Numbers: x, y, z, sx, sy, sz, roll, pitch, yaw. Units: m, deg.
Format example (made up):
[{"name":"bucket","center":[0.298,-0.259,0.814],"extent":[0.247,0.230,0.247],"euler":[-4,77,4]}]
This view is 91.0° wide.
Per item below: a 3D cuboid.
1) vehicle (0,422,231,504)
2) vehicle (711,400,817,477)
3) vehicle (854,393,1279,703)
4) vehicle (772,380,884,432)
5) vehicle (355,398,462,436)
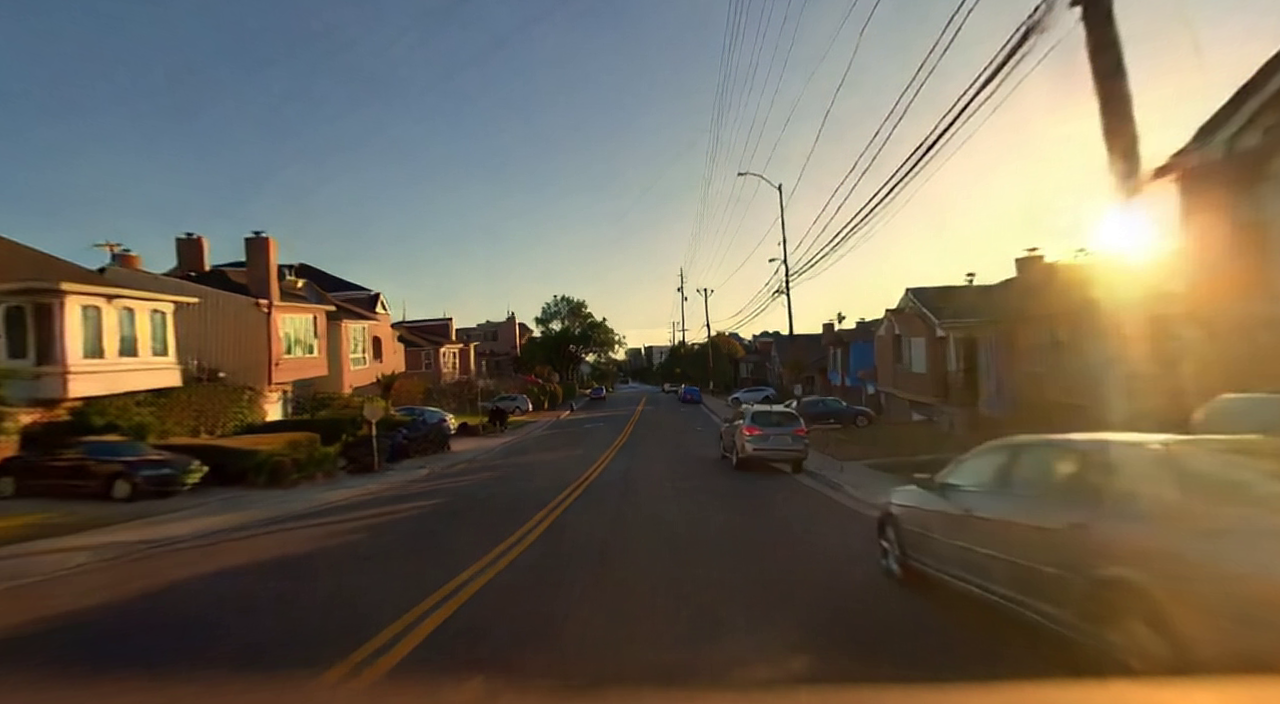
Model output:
[{"name":"vehicle","center":[-11.825,2.410,13.909],"extent":[4.236,1.654,1.745],"euler":[0,-8,-4]},{"name":"vehicle","center":[3.515,2.440,18.867],"extent":[2.211,1.860,4.813],"euler":[0,-3,0]},{"name":"vehicle","center":[3.112,1.160,4.129],"extent":[2.063,1.503,4.415],"euler":[-1,-8,3]},{"name":"vehicle","center":[9.069,2.679,30.688],"extent":[4.622,1.826,2.065],"euler":[-8,-8,1]},{"name":"vehicle","center":[-11.520,3.289,31.469],"extent":[4.525,1.797,2.024],"euler":[-1,-8,5]}]
